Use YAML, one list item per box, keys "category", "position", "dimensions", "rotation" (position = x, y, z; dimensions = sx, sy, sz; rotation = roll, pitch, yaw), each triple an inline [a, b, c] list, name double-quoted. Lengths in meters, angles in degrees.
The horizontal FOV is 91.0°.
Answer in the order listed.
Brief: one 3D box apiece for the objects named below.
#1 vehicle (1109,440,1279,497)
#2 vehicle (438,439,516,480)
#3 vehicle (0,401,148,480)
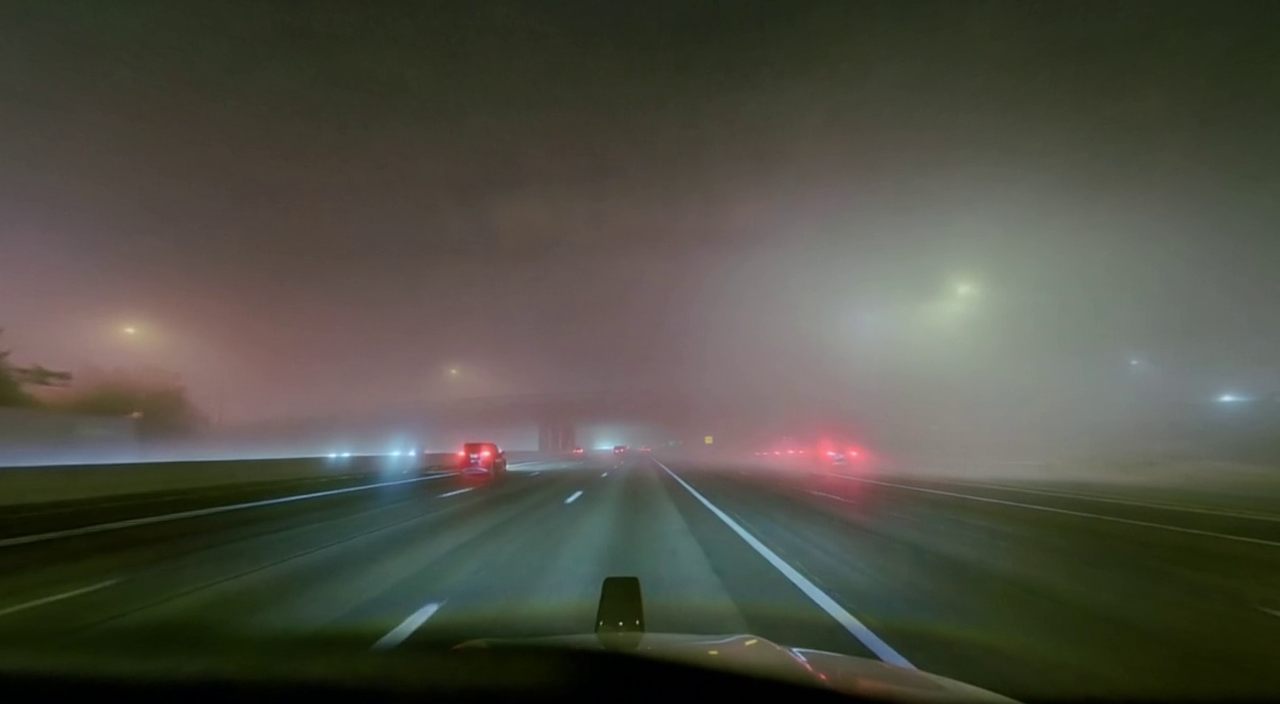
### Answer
- category: "vehicle"
  position: [17.934, 3.695, 20.396]
  dimensions: [2.012, 1.601, 4.565]
  rotation: [0, -8, 1]
- category: "vehicle"
  position: [-6.422, 4.274, 25.339]
  dimensions: [1.985, 1.513, 4.172]
  rotation: [0, -8, 1]
- category: "vehicle"
  position: [-35.600, 4.953, 35.161]
  dimensions: [2.945, 4.146, 16.562]
  rotation: [0, -8, 0]
